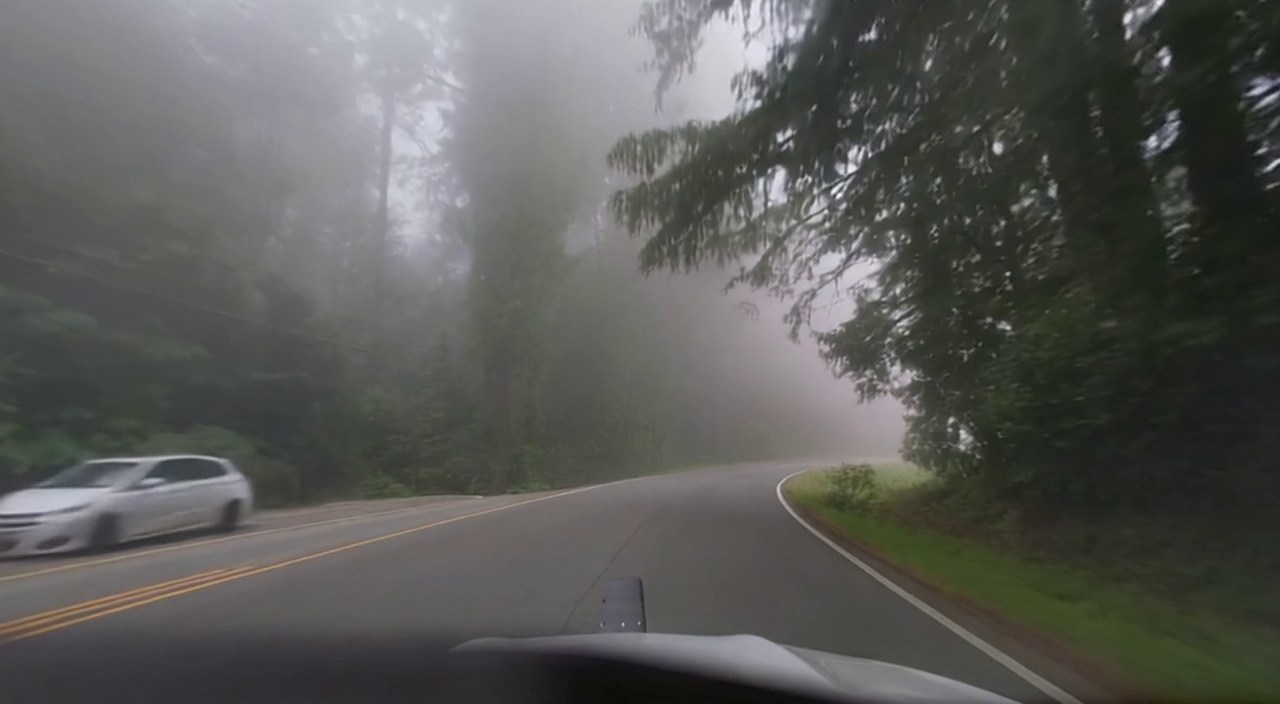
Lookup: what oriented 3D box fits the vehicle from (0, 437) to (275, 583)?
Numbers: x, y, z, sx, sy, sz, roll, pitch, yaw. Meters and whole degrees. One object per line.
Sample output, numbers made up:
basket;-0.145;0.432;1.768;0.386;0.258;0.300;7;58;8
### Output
vehicle;-6.852;1.864;8.178;1.811;1.428;3.647;-1;-9;4
